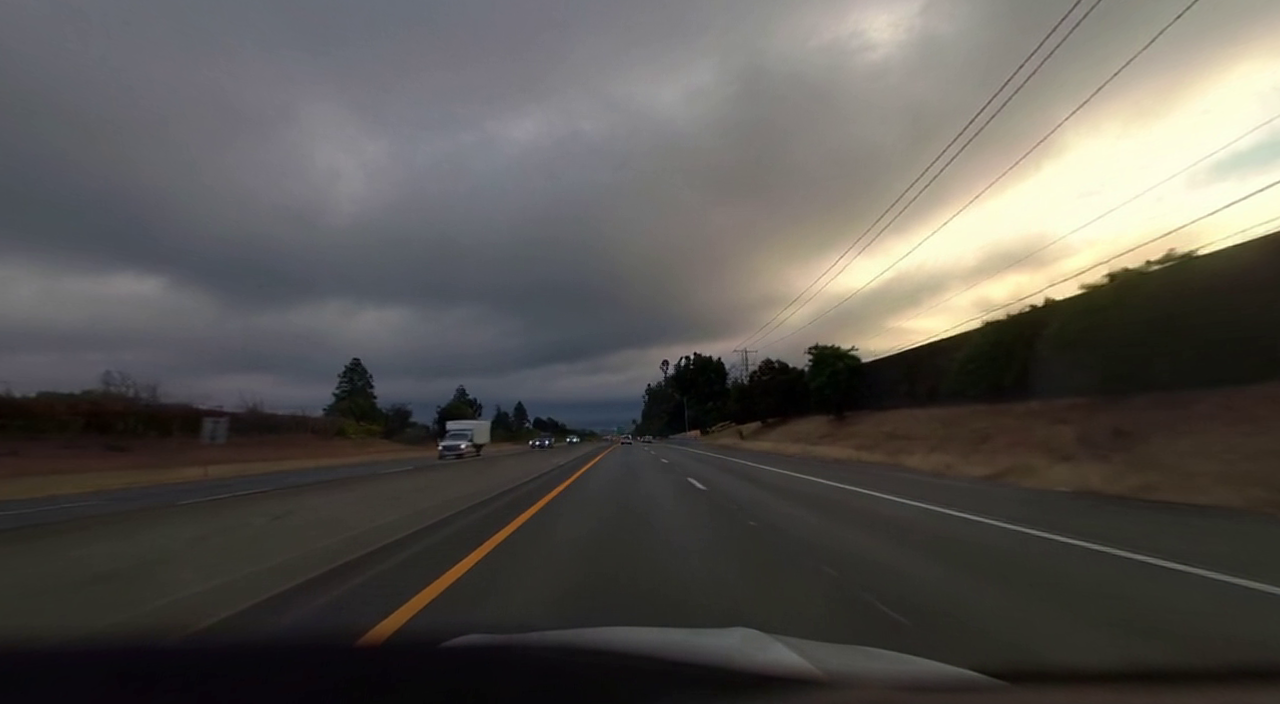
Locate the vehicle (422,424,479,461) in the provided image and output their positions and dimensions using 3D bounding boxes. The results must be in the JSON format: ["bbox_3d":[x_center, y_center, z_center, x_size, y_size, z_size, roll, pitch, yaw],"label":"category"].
[{"bbox_3d":[-13.902,6.661,46.656,2.394,2.513,5.779,0,-8,-1],"label":"vehicle"}]
